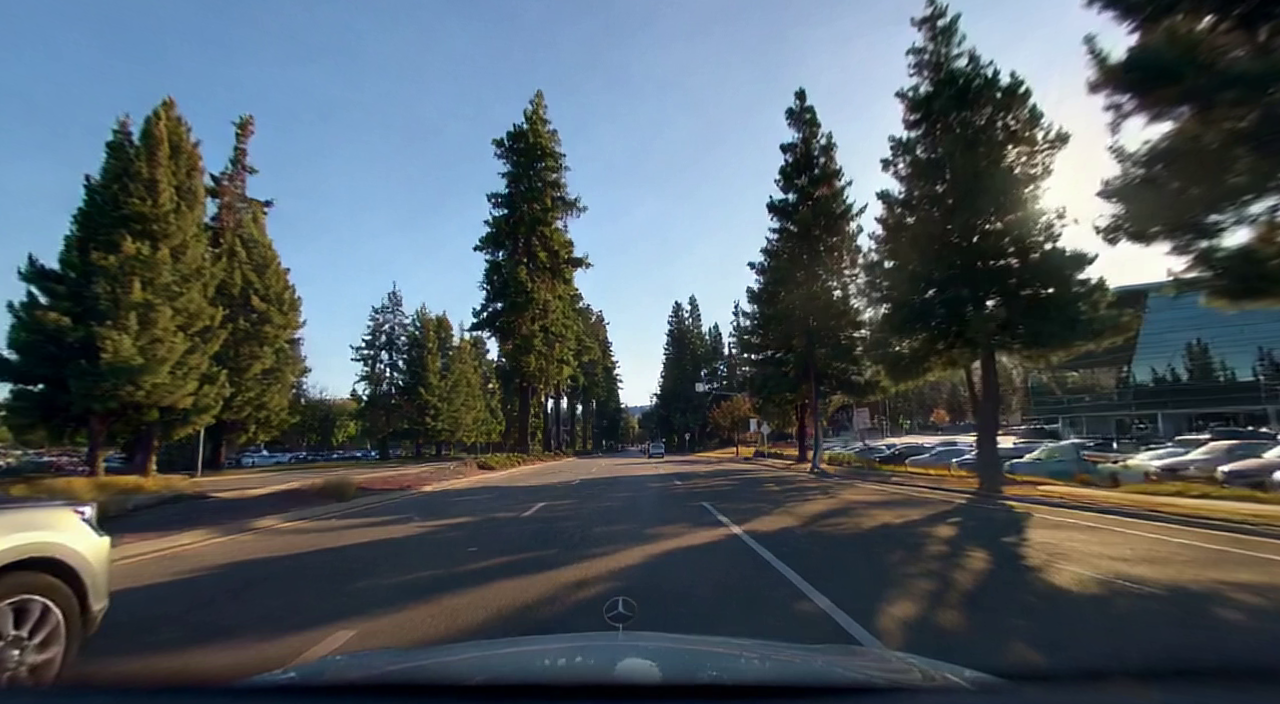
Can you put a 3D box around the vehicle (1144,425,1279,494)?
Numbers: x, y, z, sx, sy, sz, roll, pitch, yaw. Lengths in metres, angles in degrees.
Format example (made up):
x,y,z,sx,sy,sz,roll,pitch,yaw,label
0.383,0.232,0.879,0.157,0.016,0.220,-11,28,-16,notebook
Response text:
x,y,z,sx,sy,sz,roll,pitch,yaw,label
17.474,2.969,17.827,4.602,1.722,2.026,-3,-8,2,vehicle

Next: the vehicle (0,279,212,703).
x,y,z,sx,sy,sz,roll,pitch,yaw,label
-3.842,0.511,1.317,2.428,1.985,4.999,0,-8,-1,vehicle
